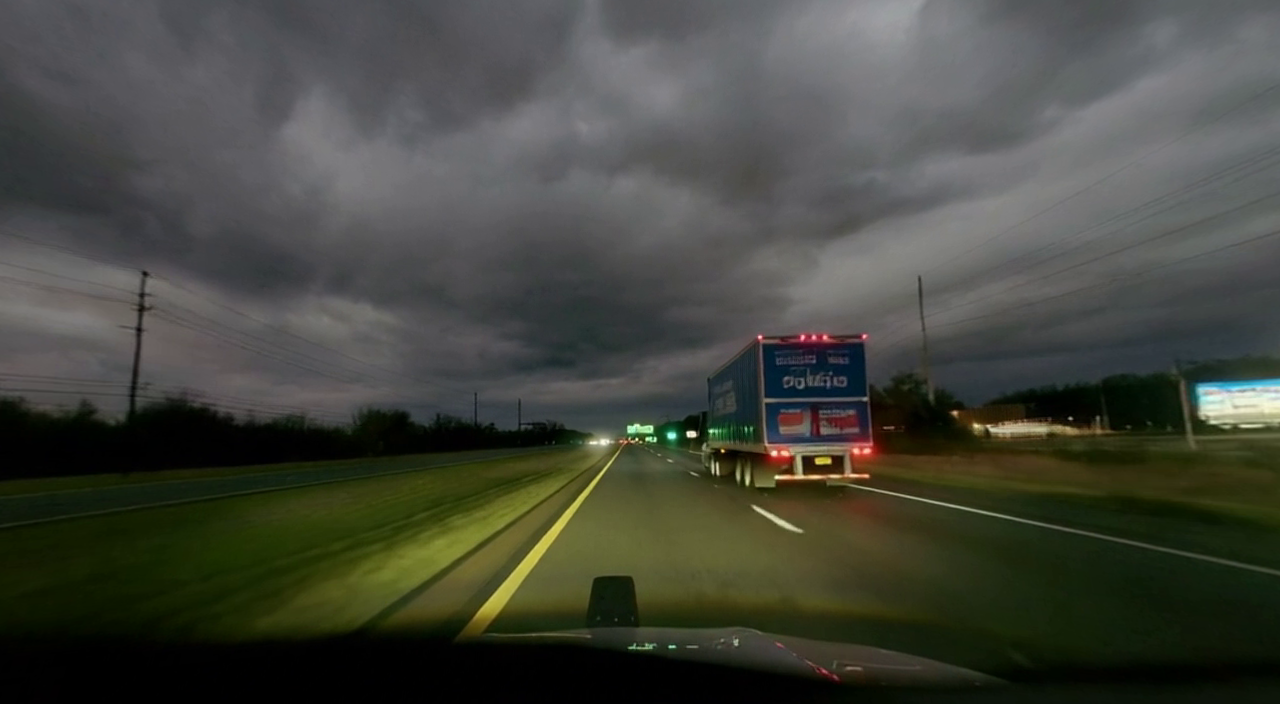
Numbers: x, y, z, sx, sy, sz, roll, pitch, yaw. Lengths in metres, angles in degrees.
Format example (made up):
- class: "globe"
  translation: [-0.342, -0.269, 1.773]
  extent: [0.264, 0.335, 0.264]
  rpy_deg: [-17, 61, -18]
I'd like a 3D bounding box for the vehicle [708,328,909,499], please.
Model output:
- class: "vehicle"
  translation: [4.126, 1.945, 18.208]
  extent: [3.037, 3.672, 9.136]
  rpy_deg: [0, -8, -1]
